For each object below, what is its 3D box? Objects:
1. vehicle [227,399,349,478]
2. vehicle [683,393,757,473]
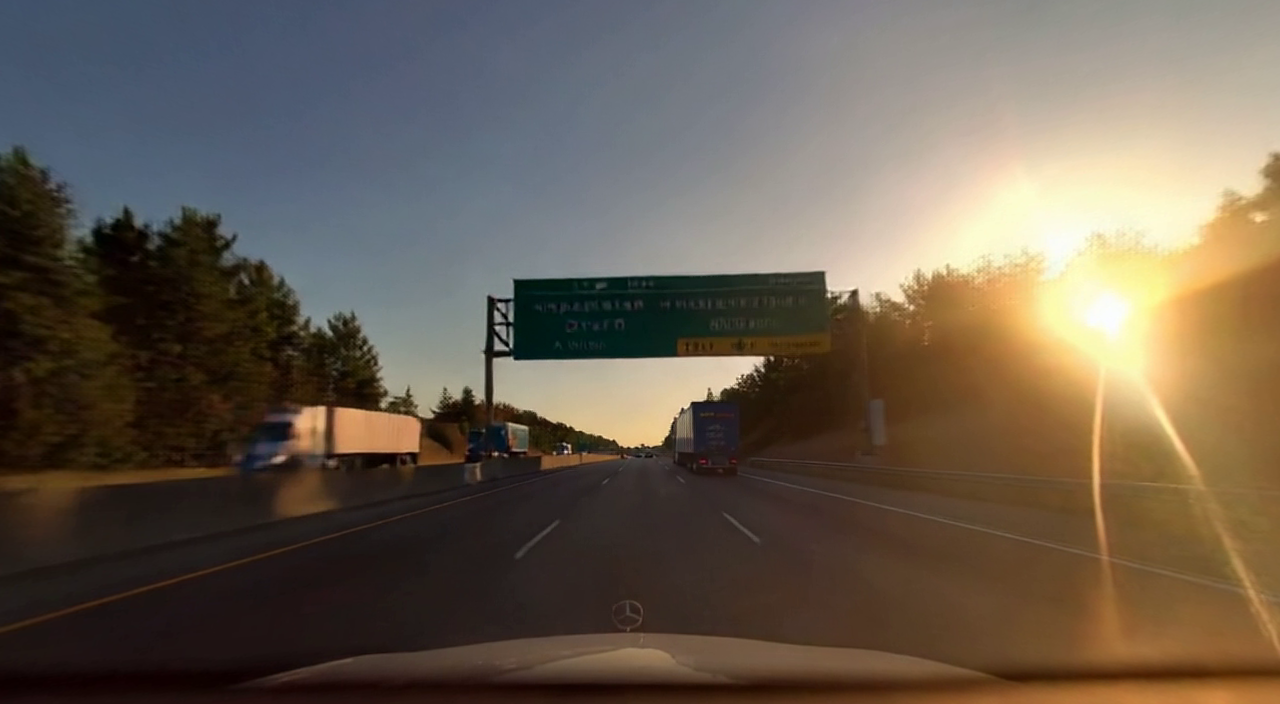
[{"bbox_3d":[-18.648,4.712,33.898,2.998,3.836,5.792,0,-9,0],"label":"vehicle"},{"bbox_3d":[4.553,5.193,39.233,2.784,4.080,13.516,-1,-9,0],"label":"vehicle"}]
